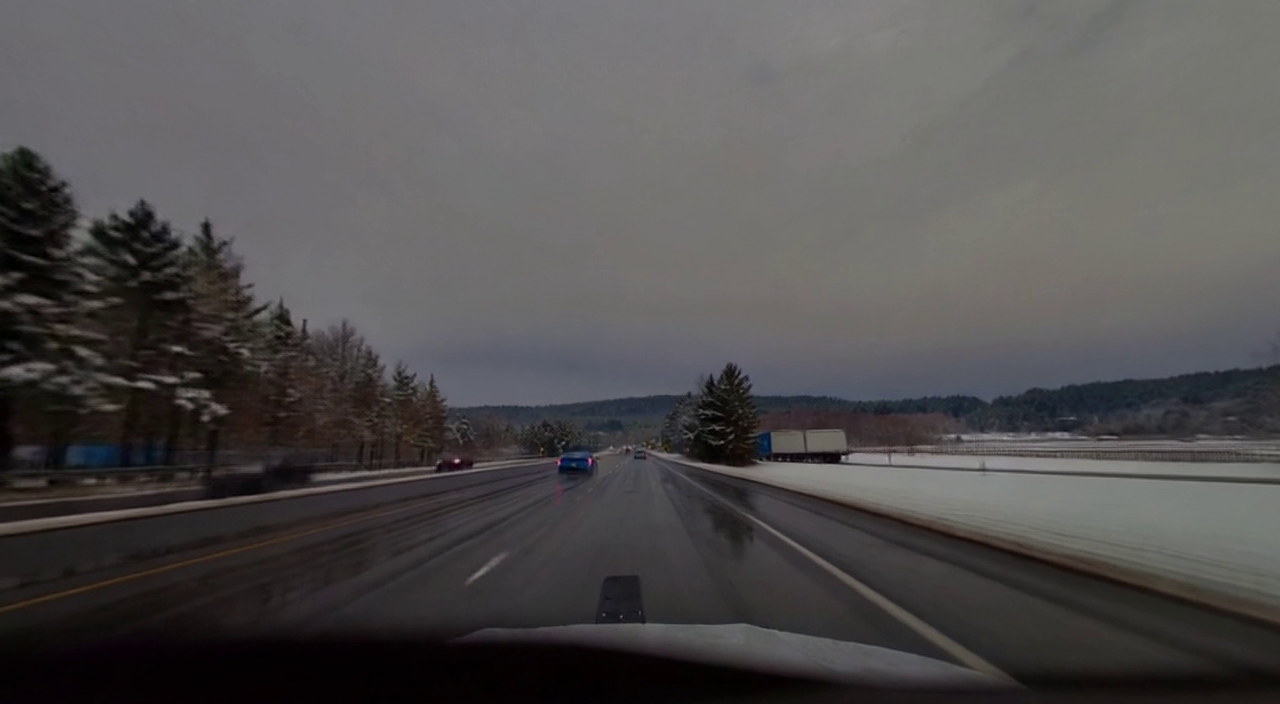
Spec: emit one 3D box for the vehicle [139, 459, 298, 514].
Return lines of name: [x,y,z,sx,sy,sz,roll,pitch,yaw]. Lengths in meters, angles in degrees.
vehicle: [-12.506,3.977,19.117,1.940,1.397,4.170,0,-9,-1]

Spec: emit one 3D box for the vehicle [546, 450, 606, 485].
vehicle: [-2.855,5.276,29.197,2.170,1.451,4.584,0,-9,2]

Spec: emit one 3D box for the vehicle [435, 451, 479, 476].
vehicle: [-12.224,7.460,42.368,1.783,1.520,3.915,0,-9,-1]
